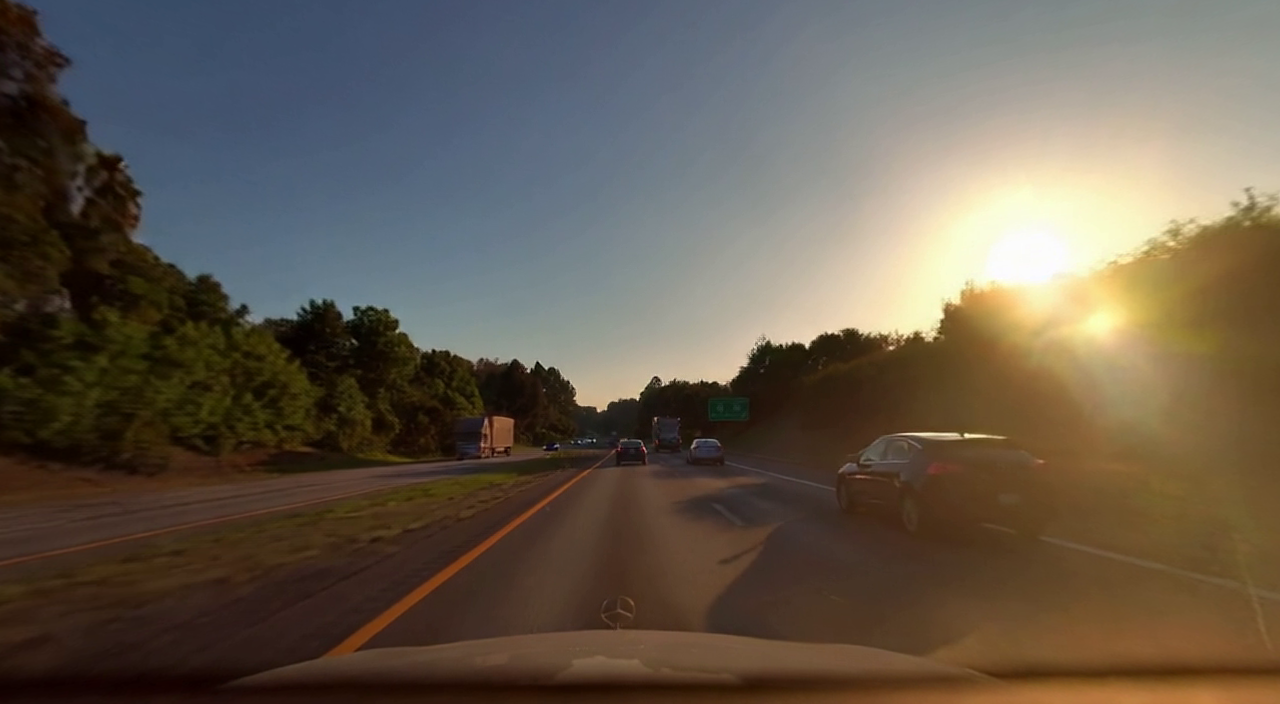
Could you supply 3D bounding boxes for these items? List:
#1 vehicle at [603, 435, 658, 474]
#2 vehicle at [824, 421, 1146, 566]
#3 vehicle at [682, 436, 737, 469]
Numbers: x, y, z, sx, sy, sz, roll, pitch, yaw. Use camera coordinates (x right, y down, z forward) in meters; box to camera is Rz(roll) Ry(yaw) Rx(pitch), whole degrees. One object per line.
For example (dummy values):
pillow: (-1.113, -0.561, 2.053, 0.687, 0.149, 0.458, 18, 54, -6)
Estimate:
vehicle: (-0.412, 4.238, 26.386, 2.143, 1.466, 3.693, 0, -7, -2)
vehicle: (4.333, 1.795, 8.919, 2.066, 1.526, 4.216, 0, -8, -2)
vehicle: (3.307, 4.835, 30.806, 2.004, 1.469, 4.472, 0, -8, -2)
